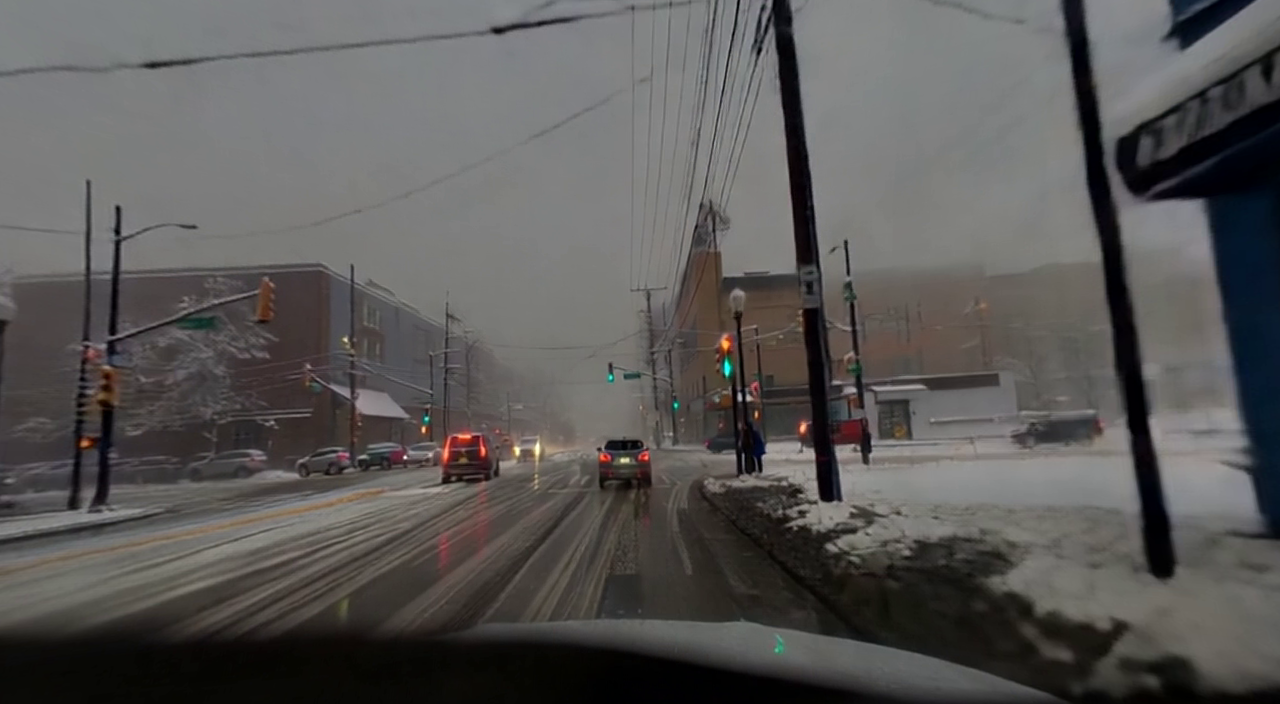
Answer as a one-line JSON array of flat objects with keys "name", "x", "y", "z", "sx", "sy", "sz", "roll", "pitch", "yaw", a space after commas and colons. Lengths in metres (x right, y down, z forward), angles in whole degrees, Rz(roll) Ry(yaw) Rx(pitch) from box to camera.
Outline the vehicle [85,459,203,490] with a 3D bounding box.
[{"name": "vehicle", "x": -26.116, "y": 6.440, "z": 33.360, "sx": 4.479, "sy": 1.484, "sz": 2.036, "roll": 0, "pitch": -8, "yaw": 0}]

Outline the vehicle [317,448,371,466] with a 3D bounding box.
[{"name": "vehicle", "x": -23.179, "y": 8.203, "z": 49.506, "sx": 3.360, "sy": 1.392, "sz": 1.674, "roll": 0, "pitch": -8, "yaw": 0}]

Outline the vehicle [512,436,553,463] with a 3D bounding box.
[{"name": "vehicle", "x": -6.147, "y": 5.557, "z": 36.125, "sx": 2.097, "sy": 1.457, "sz": 4.439, "roll": 1, "pitch": -8, "yaw": -10}]

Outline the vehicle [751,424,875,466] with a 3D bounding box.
[{"name": "vehicle", "x": 7.438, "y": 4.010, "z": 27.387, "sx": 4.714, "sy": 1.686, "sz": 1.973, "roll": 1, "pitch": -8, "yaw": -9}]

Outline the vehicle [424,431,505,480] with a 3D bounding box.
[{"name": "vehicle", "x": -6.709, "y": 3.989, "z": 24.664, "sx": 2.063, "sy": 1.751, "sz": 4.229, "roll": 0, "pitch": -8, "yaw": -2}]

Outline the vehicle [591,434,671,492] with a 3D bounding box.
[{"name": "vehicle", "x": -0.157, "y": 3.181, "z": 18.554, "sx": 2.059, "sy": 1.497, "sz": 4.260, "roll": 0, "pitch": -8, "yaw": 2}]
